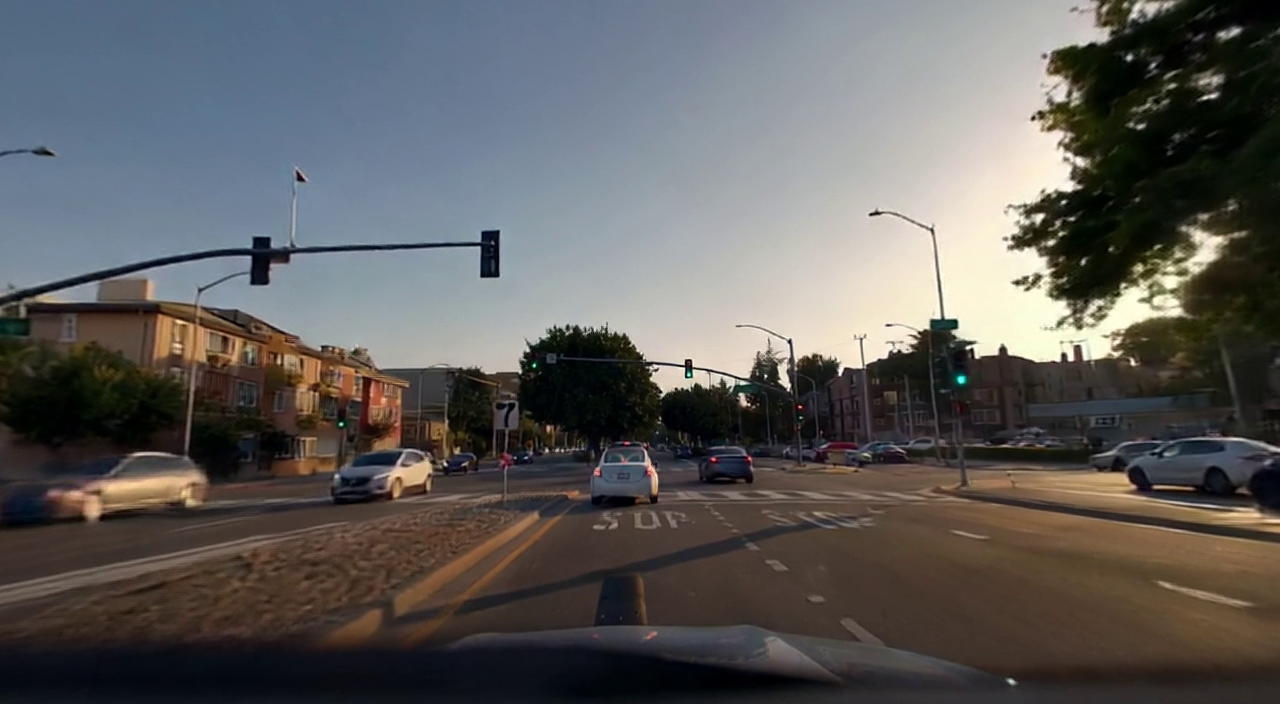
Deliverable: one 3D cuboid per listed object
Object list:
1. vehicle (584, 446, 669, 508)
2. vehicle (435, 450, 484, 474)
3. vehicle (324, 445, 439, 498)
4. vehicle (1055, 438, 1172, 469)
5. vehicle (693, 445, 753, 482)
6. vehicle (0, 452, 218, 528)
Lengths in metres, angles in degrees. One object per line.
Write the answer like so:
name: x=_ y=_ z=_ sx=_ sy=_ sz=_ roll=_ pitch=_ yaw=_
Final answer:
vehicle: x=-0.340 y=3.295 z=17.053 sx=2.010 sy=1.447 sz=4.121 roll=0 pitch=-9 yaw=0
vehicle: x=-12.067 y=7.375 z=42.401 sx=1.963 sy=1.504 sz=4.640 roll=0 pitch=-9 yaw=0
vehicle: x=-8.536 y=3.962 z=21.283 sx=1.966 sy=1.571 sz=4.479 roll=0 pitch=-9 yaw=0
vehicle: x=26.041 y=5.608 z=34.753 sx=4.665 sy=1.612 sz=1.937 roll=-1 pitch=-9 yaw=8
vehicle: x=3.586 y=4.890 z=27.851 sx=2.023 sy=1.506 sz=3.816 roll=0 pitch=-9 yaw=-2
vehicle: x=-12.327 y=3.131 z=14.842 sx=1.904 sy=1.475 sz=4.068 roll=0 pitch=-9 yaw=0
